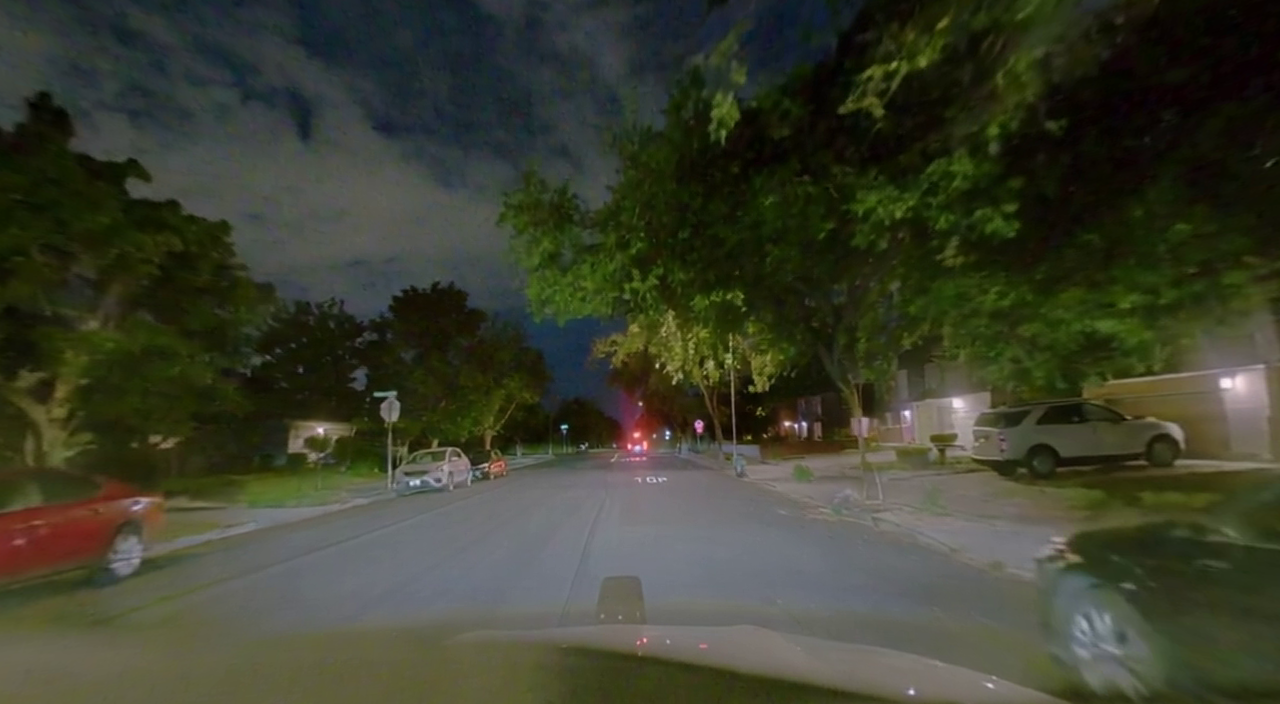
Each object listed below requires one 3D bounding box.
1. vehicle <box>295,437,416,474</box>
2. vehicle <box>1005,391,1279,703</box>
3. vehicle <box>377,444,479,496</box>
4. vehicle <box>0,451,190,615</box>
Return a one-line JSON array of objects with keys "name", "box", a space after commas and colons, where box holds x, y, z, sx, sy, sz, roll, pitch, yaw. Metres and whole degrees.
[{"name": "vehicle", "box": [-15.641, 5.711, 34.929, 5.619, 1.947, 2.183, 1, -9, -4]}, {"name": "vehicle", "box": [3.146, 0.739, 1.185, 2.004, 1.469, 4.706, 0, -8, -1]}, {"name": "vehicle", "box": [-6.994, 3.904, 21.338, 1.972, 1.543, 4.622, 0, -8, -2]}, {"name": "vehicle", "box": [-6.849, 1.722, 5.901, 2.009, 1.470, 4.475, -3, -9, -1]}]
